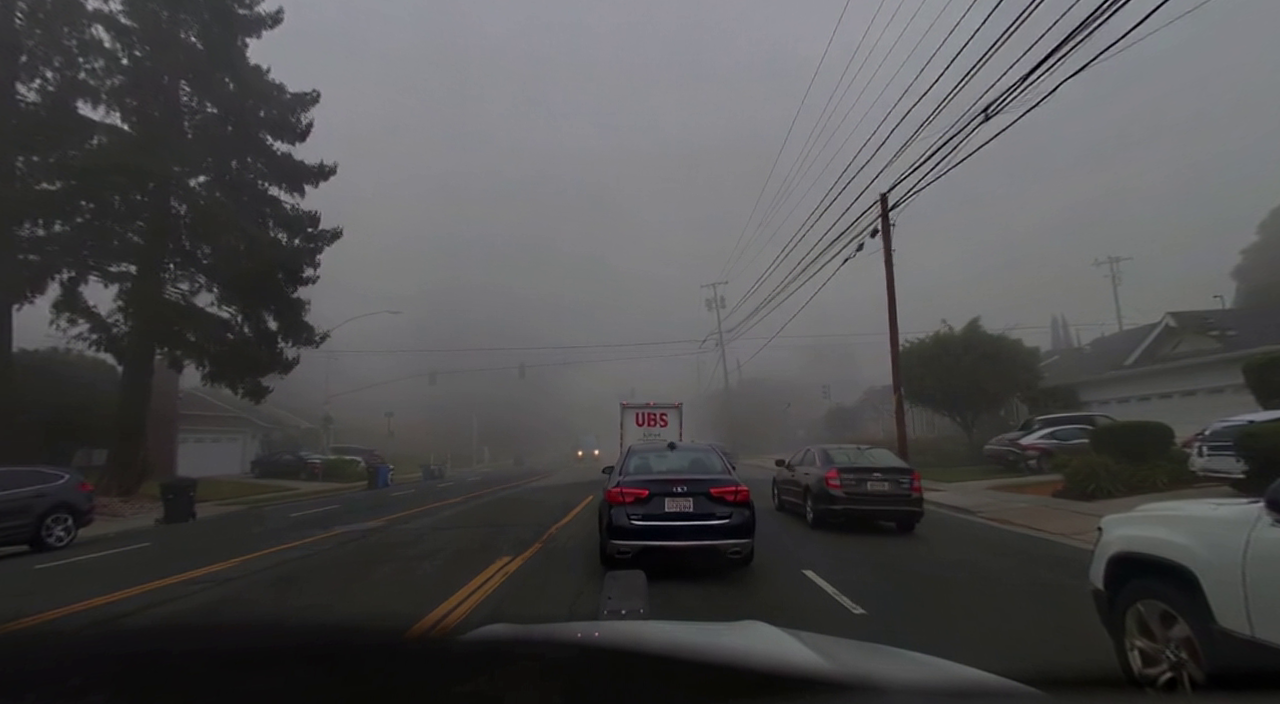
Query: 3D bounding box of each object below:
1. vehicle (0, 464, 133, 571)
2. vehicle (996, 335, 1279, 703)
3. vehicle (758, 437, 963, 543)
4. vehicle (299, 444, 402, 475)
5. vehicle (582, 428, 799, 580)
[{"bbox_3d":[-10.343,2.453,9.126,1.925,1.482,4.753,0,-8,1],"label":"vehicle"},{"bbox_3d":[3.316,0.711,1.594,2.069,1.722,4.888,0,-8,2],"label":"vehicle"},{"bbox_3d":[3.533,2.280,11.121,1.993,1.479,4.487,0,-8,0],"label":"vehicle"},{"bbox_3d":[-17.447,6.464,37.948,5.274,1.793,1.921,0,-8,2],"label":"vehicle"},{"bbox_3d":[0.503,1.844,8.518,2.158,1.499,4.377,0,-8,0],"label":"vehicle"}]
